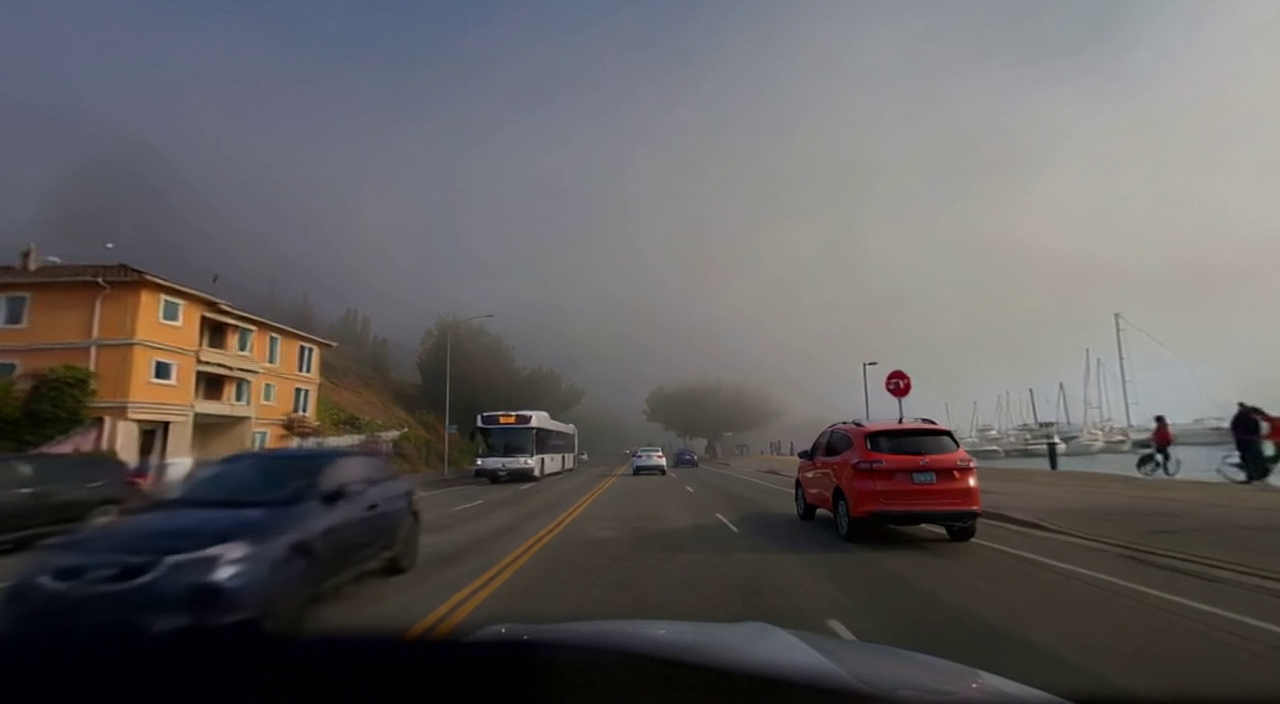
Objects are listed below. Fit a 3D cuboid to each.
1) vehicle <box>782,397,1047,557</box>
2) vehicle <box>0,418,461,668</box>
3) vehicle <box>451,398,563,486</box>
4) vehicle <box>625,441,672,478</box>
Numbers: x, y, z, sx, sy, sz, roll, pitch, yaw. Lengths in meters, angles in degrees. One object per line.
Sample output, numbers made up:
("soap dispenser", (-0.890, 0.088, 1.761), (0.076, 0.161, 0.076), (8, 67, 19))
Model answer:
("vehicle", (3.633, 1.755, 9.456), (2.000, 1.809, 4.405), (0, -8, 1))
("vehicle", (-3.341, 1.542, 6.188), (1.893, 1.583, 4.107), (-1, -8, 1))
("vehicle", (-6.018, 4.379, 30.599), (3.102, 3.524, 9.830), (-1, -8, 1))
("vehicle", (0.356, 5.199, 30.691), (2.132, 1.632, 3.838), (0, -8, -1))
